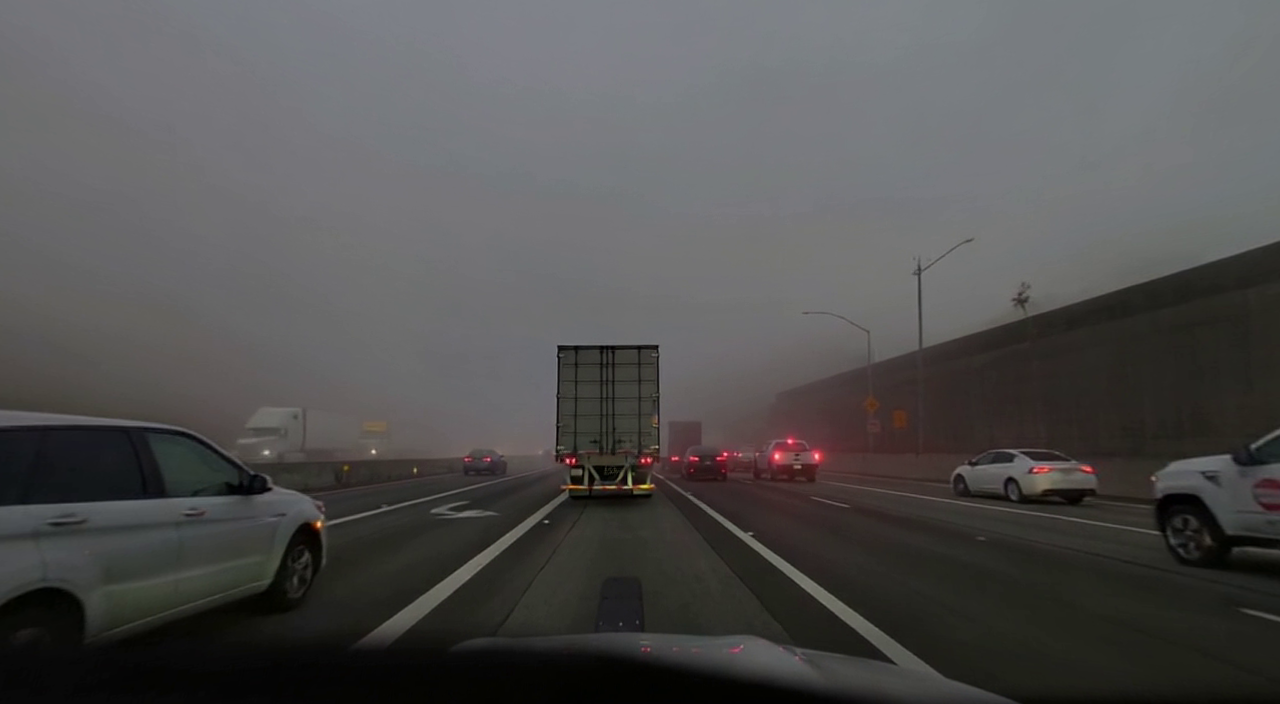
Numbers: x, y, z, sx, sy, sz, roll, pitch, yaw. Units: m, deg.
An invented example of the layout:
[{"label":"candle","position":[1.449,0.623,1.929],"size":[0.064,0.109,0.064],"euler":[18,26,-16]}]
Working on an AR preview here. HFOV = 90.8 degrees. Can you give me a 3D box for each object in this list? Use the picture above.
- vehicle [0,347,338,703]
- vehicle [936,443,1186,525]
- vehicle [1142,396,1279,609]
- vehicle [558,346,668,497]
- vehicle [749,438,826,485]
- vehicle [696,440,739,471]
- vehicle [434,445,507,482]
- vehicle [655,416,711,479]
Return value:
[{"label":"vehicle","position":[-3.313,0.891,2.795],"size":[1.946,1.641,4.105],"euler":[0,-9,-1]},{"label":"vehicle","position":[8.993,2.828,14.236],"size":[2.002,1.472,4.950],"euler":[0,-9,-4]},{"label":"vehicle","position":[6.335,1.049,3.995],"size":[2.188,1.731,5.031],"euler":[0,-9,0]},{"label":"vehicle","position":[-0.748,2.642,22.295],"size":[2.906,4.040,10.743],"euler":[0,-9,0]},{"label":"vehicle","position":[6.360,4.767,27.824],"size":[2.070,1.888,4.546],"euler":[0,-9,-2]},{"label":"vehicle","position":[5.521,7.467,45.697],"size":[2.297,2.116,5.052],"euler":[0,-9,-3]},{"label":"vehicle","position":[-7.300,4.840,27.768],"size":[1.973,1.471,4.779],"euler":[0,-9,-1]},{"label":"vehicle","position":[2.511,5.987,39.694],"size":[2.669,3.491,8.645],"euler":[0,-9,-1]}]
